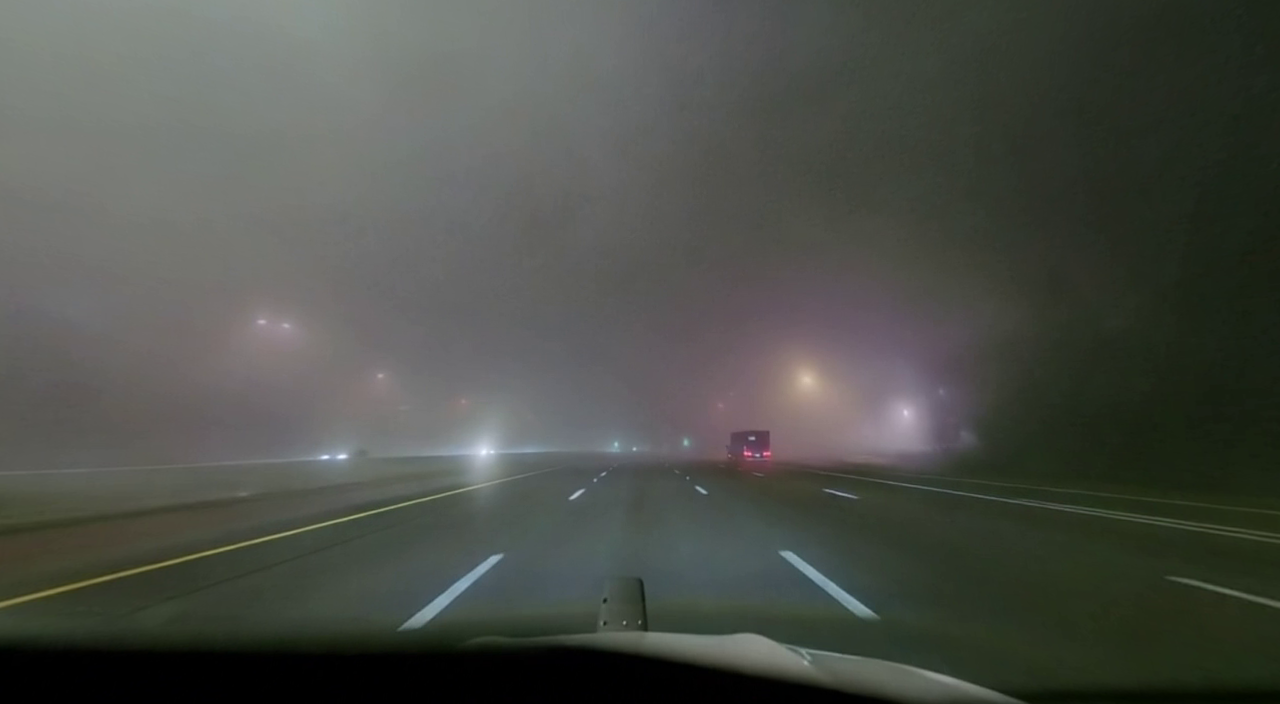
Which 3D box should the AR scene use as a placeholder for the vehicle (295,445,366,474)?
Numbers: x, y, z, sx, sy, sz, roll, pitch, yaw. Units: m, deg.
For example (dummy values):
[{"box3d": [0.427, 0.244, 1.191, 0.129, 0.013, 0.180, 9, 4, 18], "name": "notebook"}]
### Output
[{"box3d": [-21.595, 7.492, 44.371, 2.101, 1.828, 5.641, 0, -8, 0], "name": "vehicle"}]
